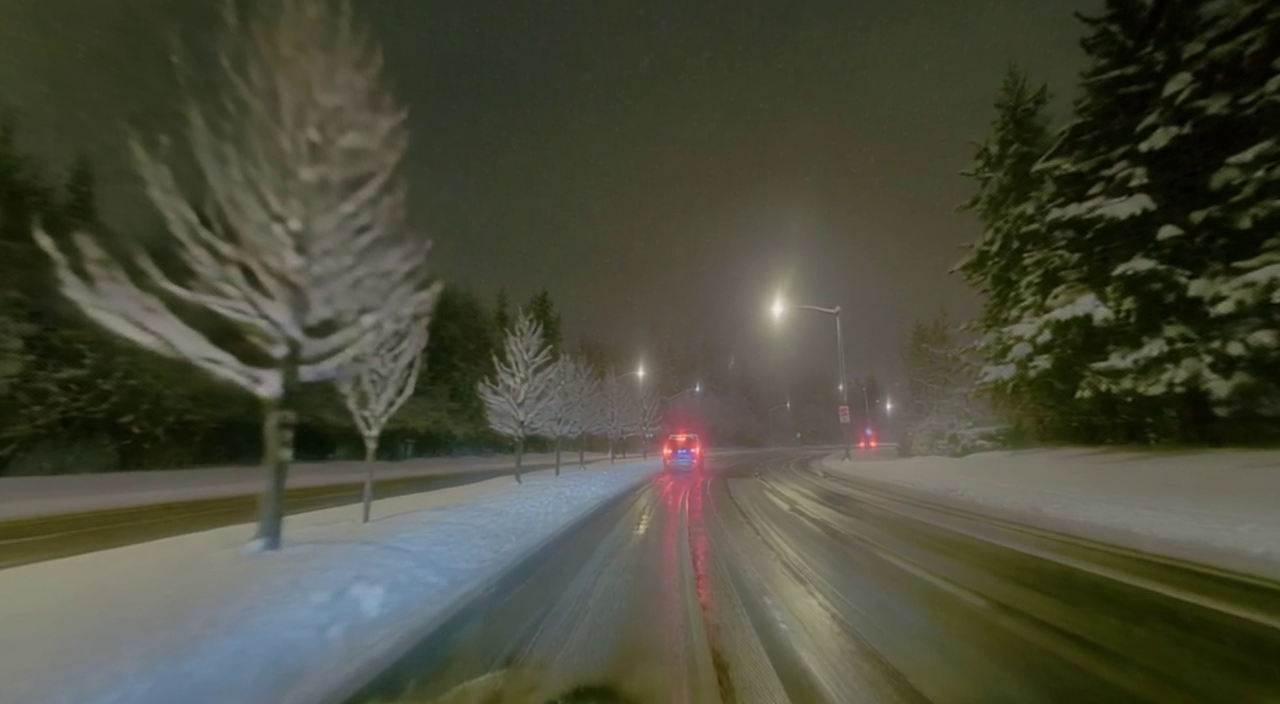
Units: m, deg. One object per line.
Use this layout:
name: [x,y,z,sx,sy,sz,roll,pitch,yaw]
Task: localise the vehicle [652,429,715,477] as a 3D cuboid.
vehicle: [2.090,4.520,28.442,2.371,1.926,5.615,-2,-8,8]
